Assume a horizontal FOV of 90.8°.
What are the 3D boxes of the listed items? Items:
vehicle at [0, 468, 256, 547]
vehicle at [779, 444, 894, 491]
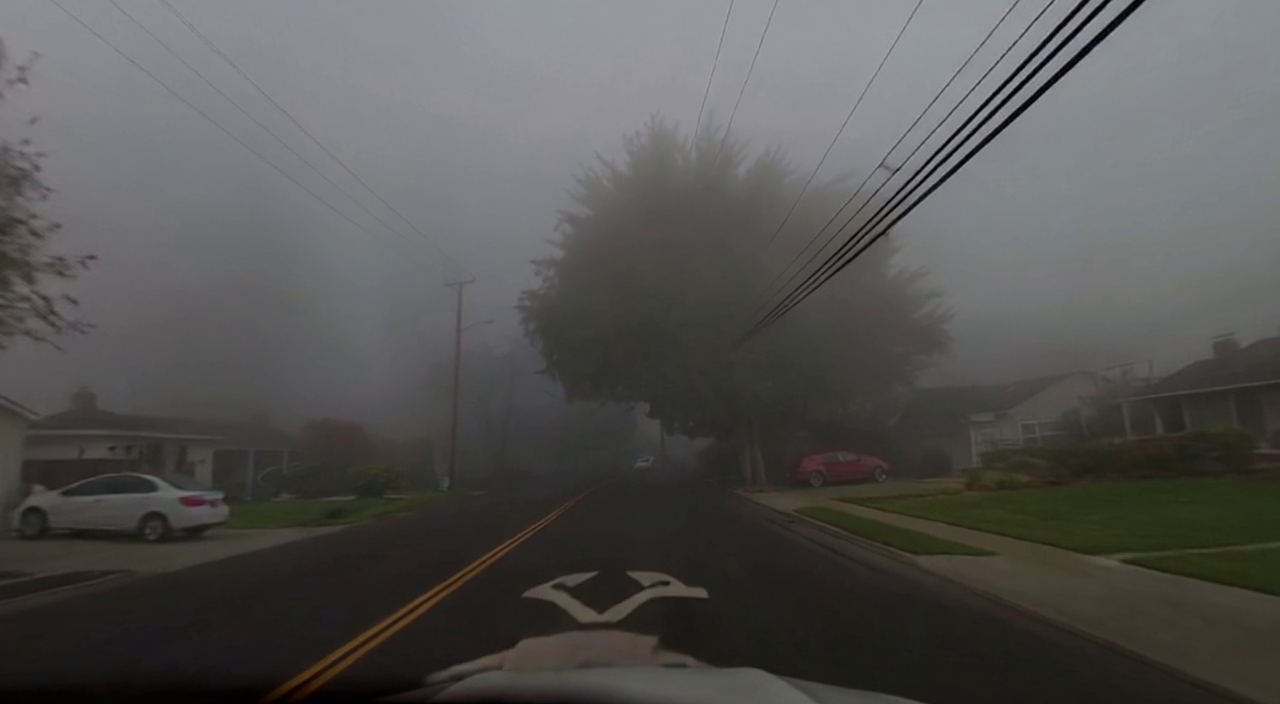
[{"bbox_3d":[-11.698,3.536,14.658,4.243,1.598,2.003,-1,-9,3],"label":"vehicle"},{"bbox_3d":[7.723,4.537,25.064,3.846,1.725,1.920,0,-9,-4],"label":"vehicle"}]
